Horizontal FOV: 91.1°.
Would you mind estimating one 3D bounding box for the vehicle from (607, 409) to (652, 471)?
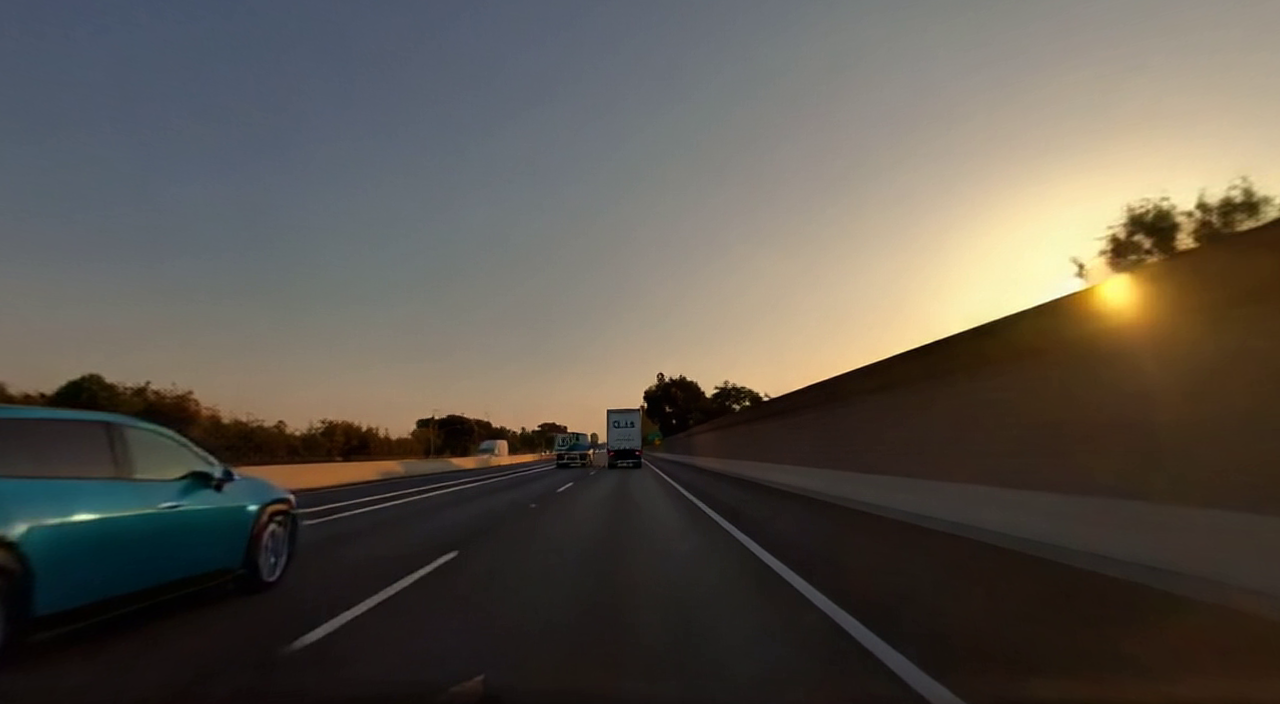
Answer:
[{"bbox_3d":[-0.844,6.476,45.855,2.923,4.007,9.760,0,-9,-2],"label":"vehicle"}]

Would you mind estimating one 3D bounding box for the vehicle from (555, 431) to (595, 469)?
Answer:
[{"bbox_3d":[-4.911,7.550,48.401,2.529,2.697,5.935,0,-9,-1],"label":"vehicle"}]

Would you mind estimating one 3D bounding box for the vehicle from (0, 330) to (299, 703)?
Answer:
[{"bbox_3d":[-4.375,0.898,3.361,2.226,1.935,5.130,0,-9,0],"label":"vehicle"}]
